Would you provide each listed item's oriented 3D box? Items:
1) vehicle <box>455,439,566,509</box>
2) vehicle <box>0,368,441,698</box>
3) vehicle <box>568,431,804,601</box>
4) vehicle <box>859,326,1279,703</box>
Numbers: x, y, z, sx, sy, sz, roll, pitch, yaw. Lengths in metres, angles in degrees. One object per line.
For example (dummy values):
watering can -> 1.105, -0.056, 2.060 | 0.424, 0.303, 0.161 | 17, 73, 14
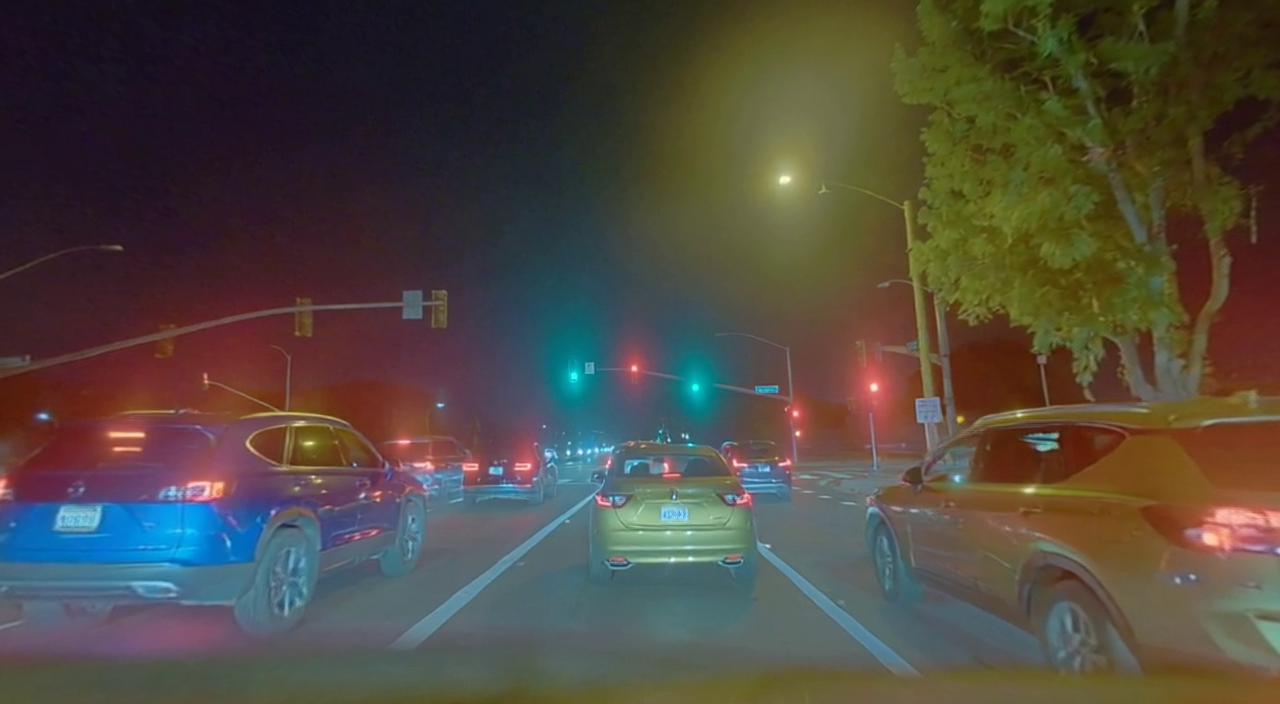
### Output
vehicle -> -3.079, 2.981, 15.813 | 1.868, 1.516, 4.114 | 0, -8, 1
vehicle -> -3.453, 1.284, 5.600 | 1.889, 1.767, 4.289 | 0, -8, 1
vehicle -> 0.371, 1.718, 7.477 | 2.051, 1.460, 3.932 | 0, -8, -1
vehicle -> 3.088, 1.055, 3.837 | 1.880, 1.747, 4.500 | 0, -8, 0
